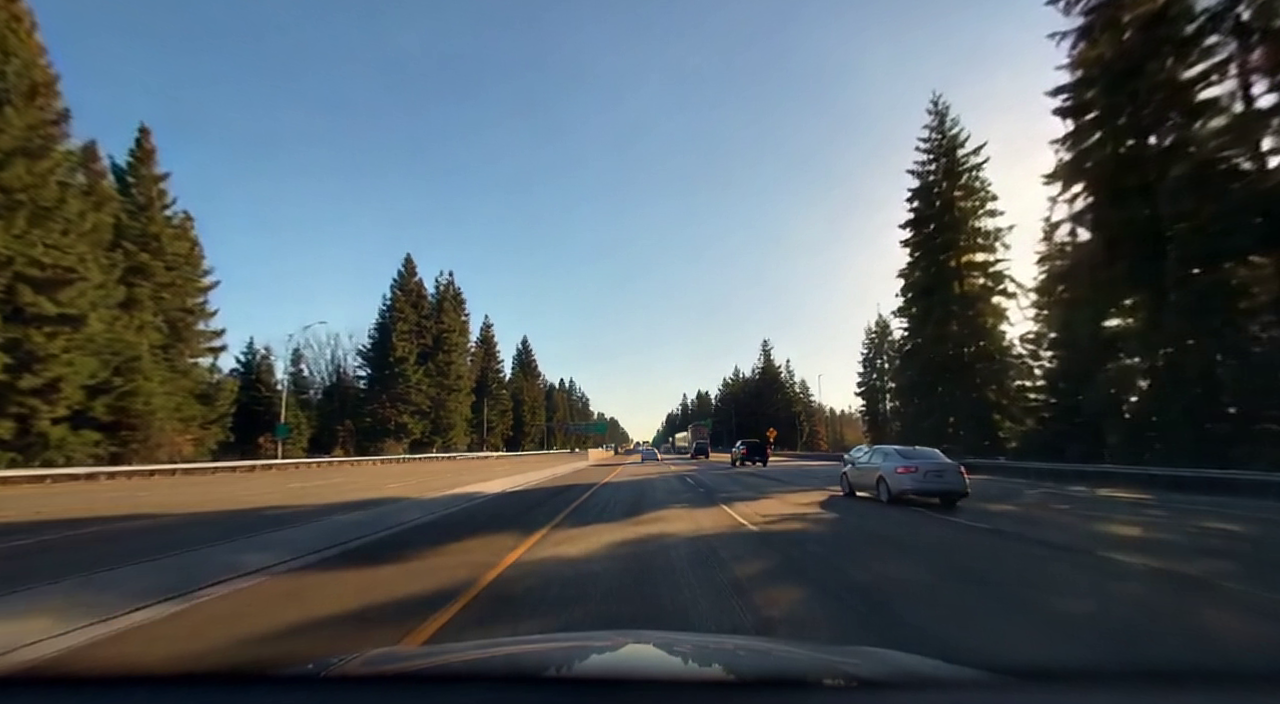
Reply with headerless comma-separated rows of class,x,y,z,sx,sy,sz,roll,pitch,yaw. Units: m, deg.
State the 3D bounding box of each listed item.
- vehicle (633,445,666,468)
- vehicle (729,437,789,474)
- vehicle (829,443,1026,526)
vehicle,0.611,6.878,41.544,2.052,1.472,4.295,0,-8,0
vehicle,6.675,5.859,35.931,2.206,1.902,5.460,0,-8,-2
vehicle,5.917,2.740,13.753,1.904,1.453,4.789,0,-8,-2
